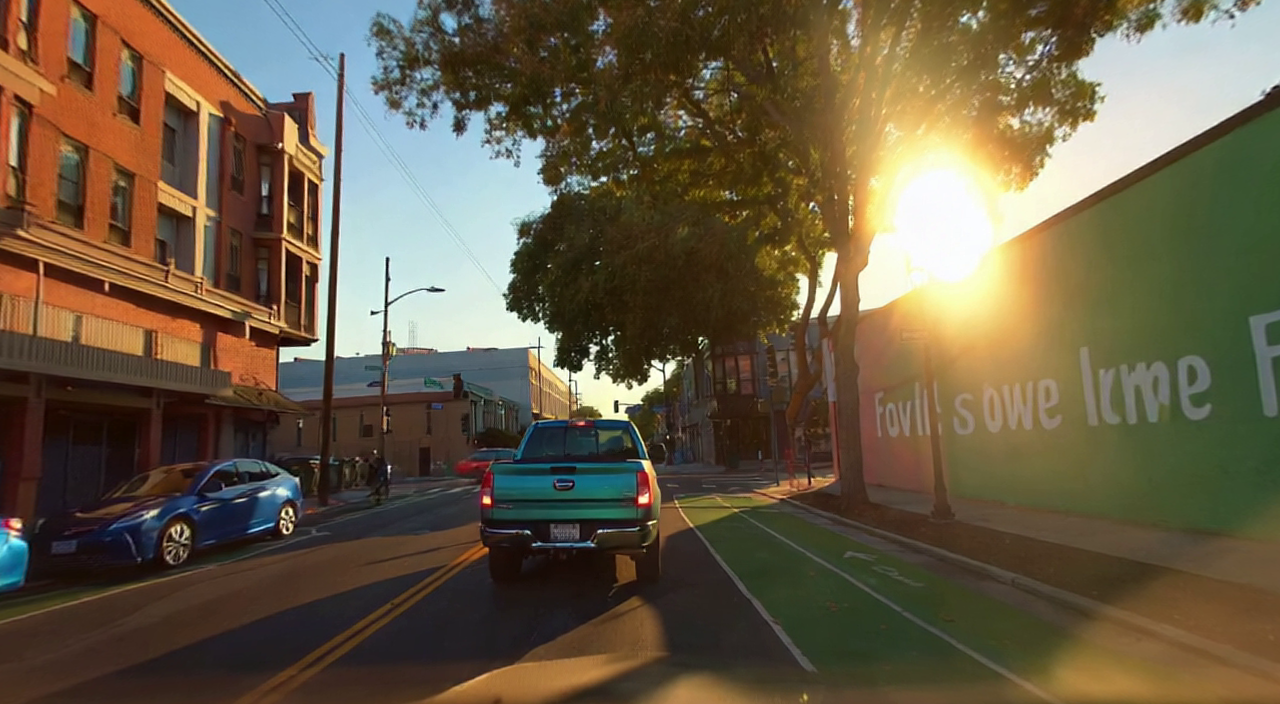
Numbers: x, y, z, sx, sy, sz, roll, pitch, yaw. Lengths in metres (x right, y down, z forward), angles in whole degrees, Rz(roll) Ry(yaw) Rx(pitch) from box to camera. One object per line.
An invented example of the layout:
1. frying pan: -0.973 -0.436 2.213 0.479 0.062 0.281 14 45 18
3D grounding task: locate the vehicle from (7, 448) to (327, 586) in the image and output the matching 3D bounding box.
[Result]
1. vehicle: -7.162 2.454 10.373 1.882 1.686 4.489 0 -8 -2

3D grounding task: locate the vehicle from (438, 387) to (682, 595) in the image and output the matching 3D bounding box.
1. vehicle: -0.706 1.602 8.140 2.215 1.882 4.611 0 -8 1

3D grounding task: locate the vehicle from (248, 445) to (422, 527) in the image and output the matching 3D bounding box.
1. vehicle: -7.390 3.235 16.058 1.884 1.730 5.076 0 -8 0
